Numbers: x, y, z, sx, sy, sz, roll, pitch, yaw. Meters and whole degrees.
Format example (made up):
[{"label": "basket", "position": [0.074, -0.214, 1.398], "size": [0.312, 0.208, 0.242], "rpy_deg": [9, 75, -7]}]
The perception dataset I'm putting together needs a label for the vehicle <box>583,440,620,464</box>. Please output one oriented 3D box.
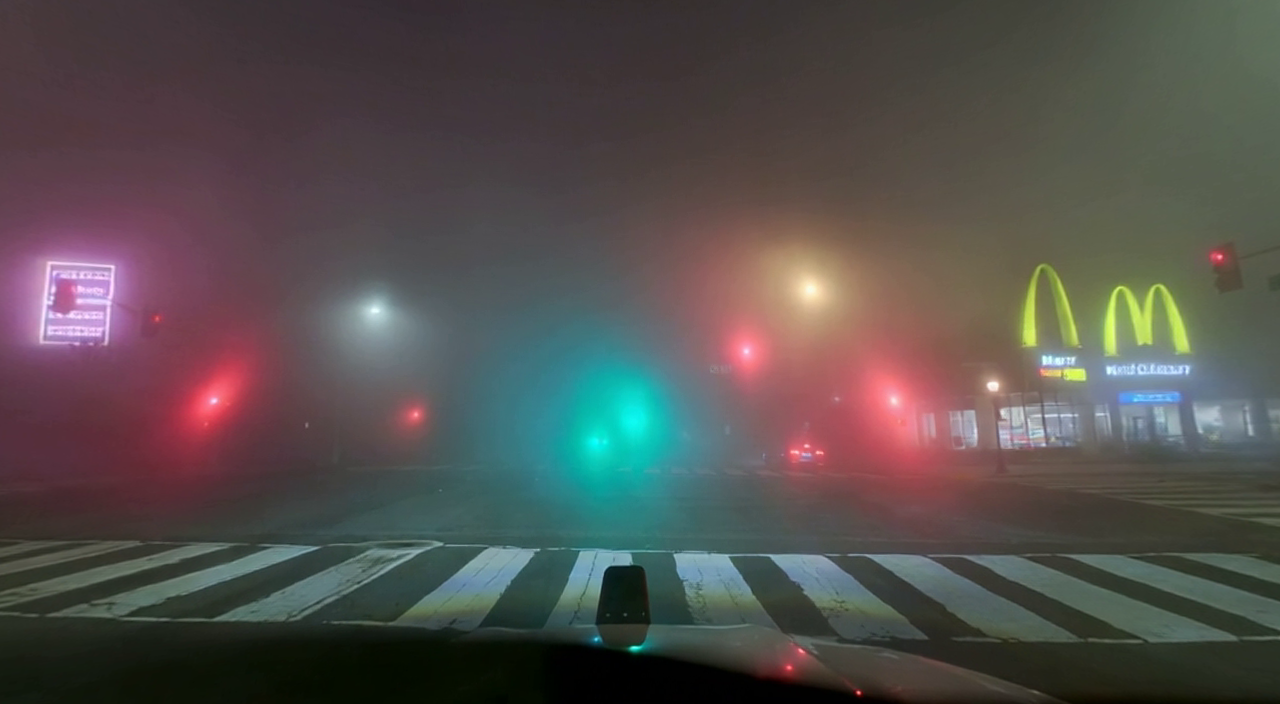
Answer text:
[{"label": "vehicle", "position": [-2.501, 6.639, 41.957], "size": [2.104, 1.468, 4.195], "rpy_deg": [0, -8, 1]}]
